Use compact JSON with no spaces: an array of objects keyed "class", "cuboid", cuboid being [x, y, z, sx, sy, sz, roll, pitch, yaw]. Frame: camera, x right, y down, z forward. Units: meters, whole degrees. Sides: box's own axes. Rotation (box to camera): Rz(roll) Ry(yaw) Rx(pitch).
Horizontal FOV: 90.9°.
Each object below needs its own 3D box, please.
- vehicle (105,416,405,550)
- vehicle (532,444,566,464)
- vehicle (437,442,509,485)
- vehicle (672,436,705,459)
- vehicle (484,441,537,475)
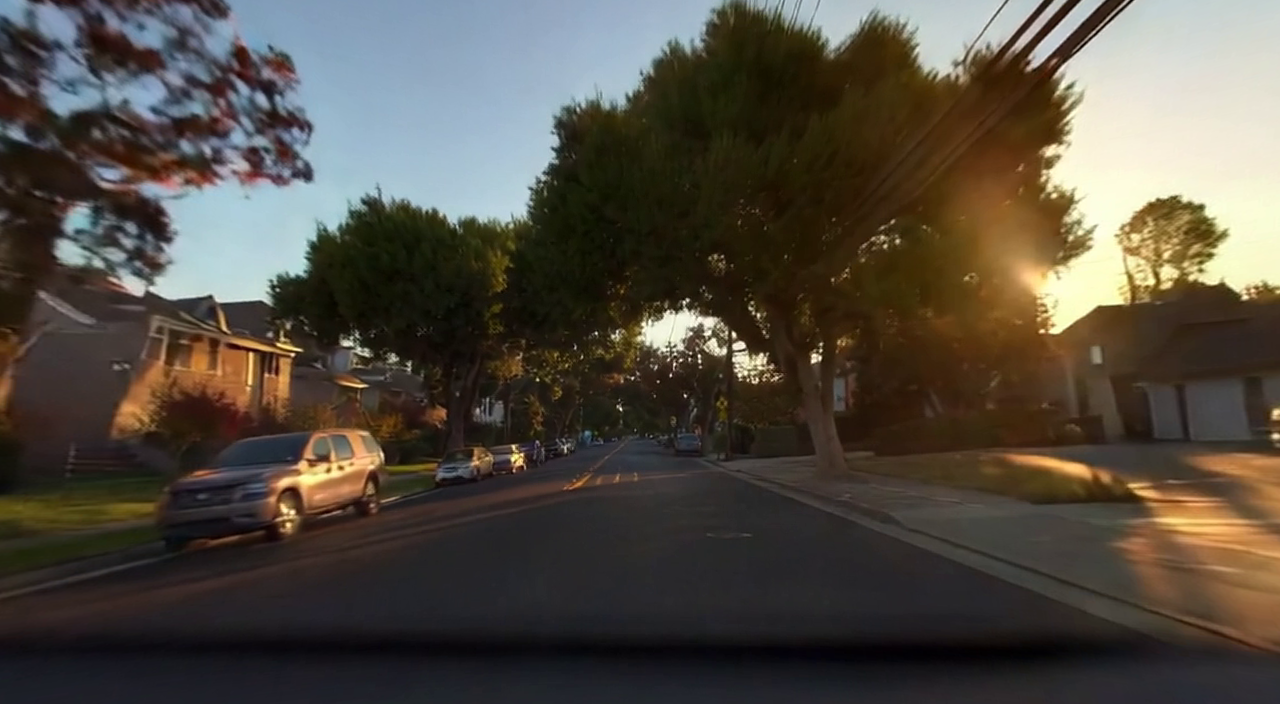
[{"class":"vehicle","cuboid":[-6.905,2.351,12.535,2.144,1.955,6.159,0,-7,-1]},{"class":"vehicle","cuboid":[-6.921,7.751,48.220,1.805,1.431,4.646,0,-8,1]},{"class":"vehicle","cuboid":[-7.018,4.707,27.035,1.852,1.510,4.812,-1,-7,0]},{"class":"vehicle","cuboid":[3.247,6.496,42.926,1.943,1.469,4.504,0,-8,0]},{"class":"vehicle","cuboid":[-6.703,5.520,33.172,1.887,1.514,4.436,-1,-6,0]}]
